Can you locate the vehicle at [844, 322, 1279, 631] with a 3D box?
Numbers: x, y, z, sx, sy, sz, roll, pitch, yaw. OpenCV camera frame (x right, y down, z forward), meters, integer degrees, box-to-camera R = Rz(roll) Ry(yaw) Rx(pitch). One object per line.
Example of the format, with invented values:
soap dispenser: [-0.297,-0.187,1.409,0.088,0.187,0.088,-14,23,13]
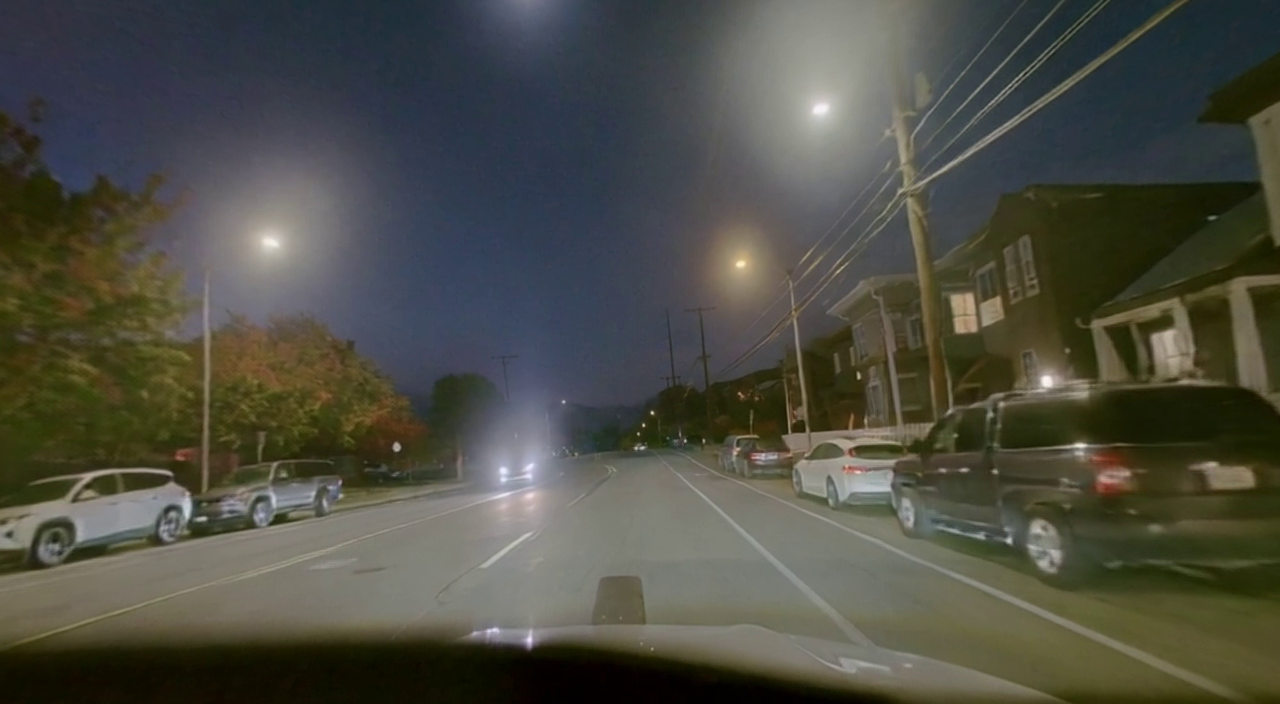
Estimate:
vehicle: [4.437,1.246,7.251,2.330,2.160,5.550,0,-8,0]

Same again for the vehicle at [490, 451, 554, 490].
vehicle: [-5.333,5.396,29.113,1.948,1.502,4.434,-3,-8,1]

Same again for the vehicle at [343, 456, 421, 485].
vehicle: [-18.472,8.443,45.339,4.676,1.846,1.967,8,-11,-43]

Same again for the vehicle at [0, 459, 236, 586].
vehicle: [-11.051,3.164,12.730,2.089,1.837,5.499,-1,-8,1]

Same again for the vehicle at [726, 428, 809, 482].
vehicle: [4.626,3.818,23.655,1.980,1.773,4.853,0,-8,-1]

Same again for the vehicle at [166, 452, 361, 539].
vehicle: [-10.765,4.075,18.816,2.282,2.060,5.738,0,-8,0]
